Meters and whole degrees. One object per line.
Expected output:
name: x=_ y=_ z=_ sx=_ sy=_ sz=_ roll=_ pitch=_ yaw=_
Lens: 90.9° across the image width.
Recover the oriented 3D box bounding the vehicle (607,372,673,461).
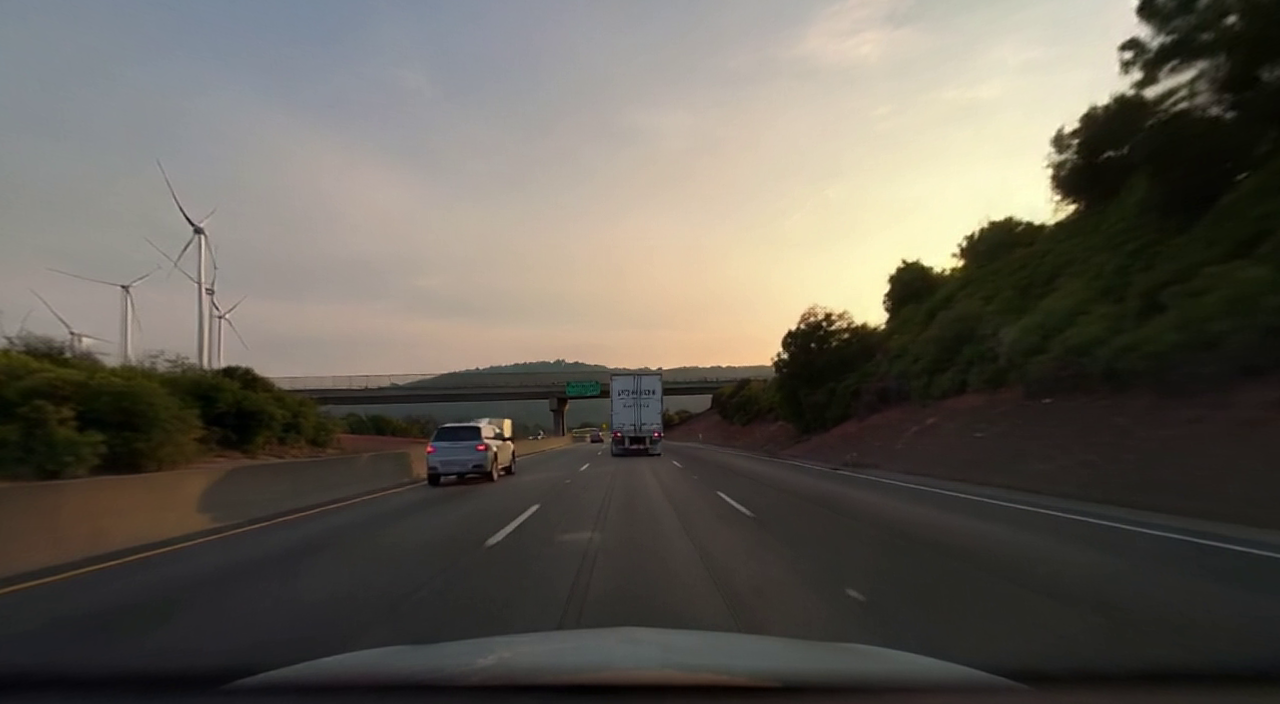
vehicle: x=-0.126 y=3.665 z=34.363 sx=2.906 sy=3.990 sz=12.551 roll=0 pitch=-7 yaw=-1

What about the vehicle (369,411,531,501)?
vehicle: x=-4.018 y=2.274 z=14.401 sx=2.167 sy=1.686 sz=4.946 roll=0 pitch=-7 yaw=0
